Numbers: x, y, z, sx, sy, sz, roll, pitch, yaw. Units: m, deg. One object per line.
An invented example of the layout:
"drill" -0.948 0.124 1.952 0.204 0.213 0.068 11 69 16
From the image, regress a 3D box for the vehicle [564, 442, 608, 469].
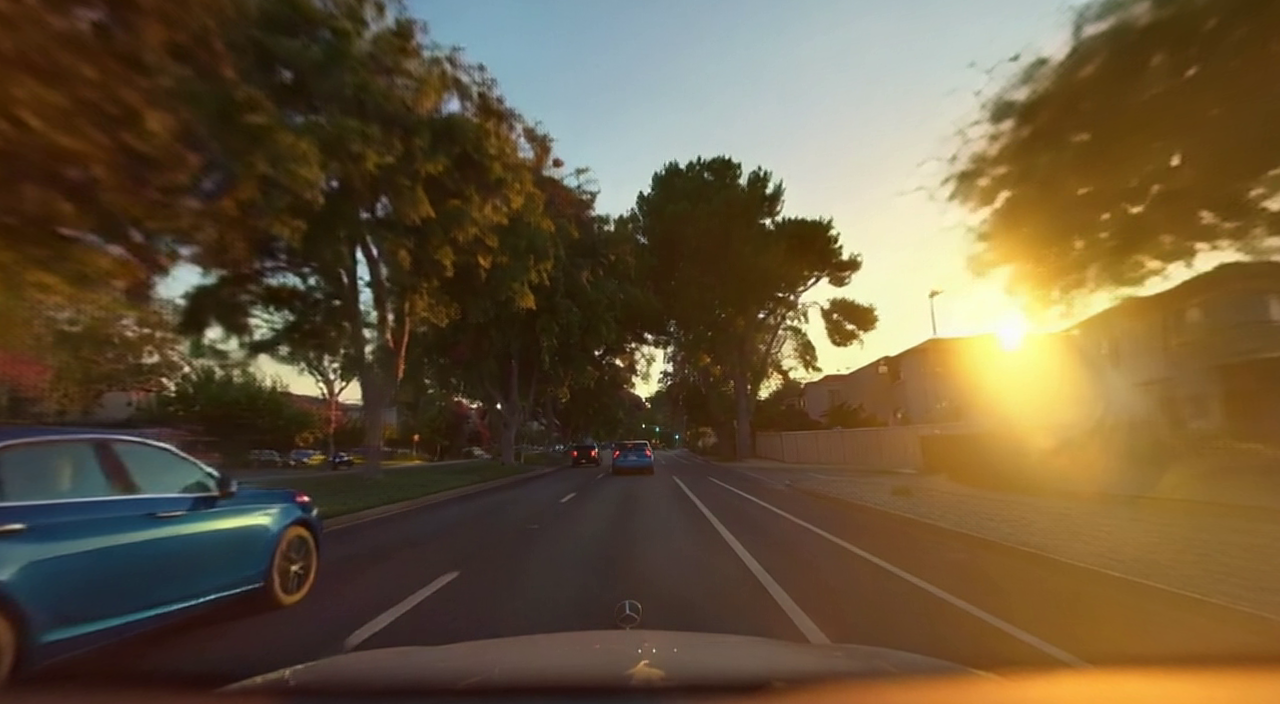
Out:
"vehicle" -3.035 5.920 36.139 2.032 1.433 4.458 0 -8 1

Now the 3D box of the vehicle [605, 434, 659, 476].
"vehicle" -0.308 4.574 28.060 2.220 1.742 4.047 0 -8 1

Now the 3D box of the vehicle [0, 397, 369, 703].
"vehicle" -3.688 1.051 3.426 2.105 1.469 4.978 0 -8 1
